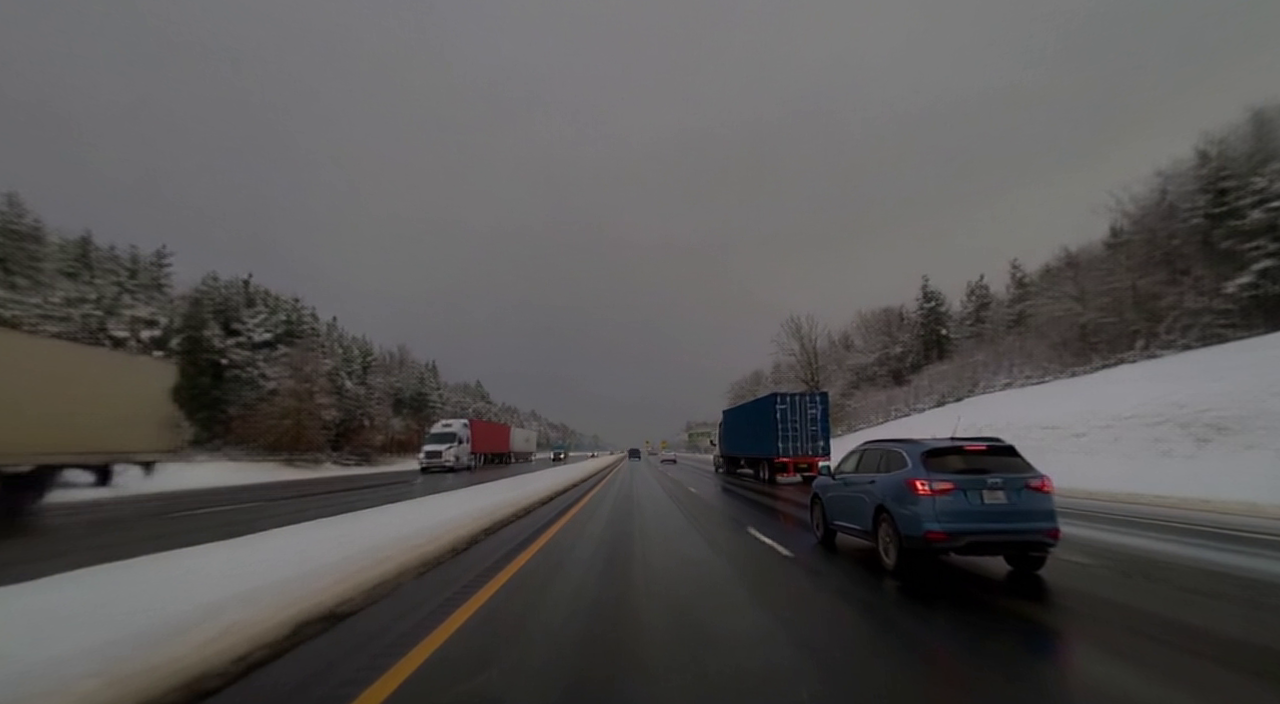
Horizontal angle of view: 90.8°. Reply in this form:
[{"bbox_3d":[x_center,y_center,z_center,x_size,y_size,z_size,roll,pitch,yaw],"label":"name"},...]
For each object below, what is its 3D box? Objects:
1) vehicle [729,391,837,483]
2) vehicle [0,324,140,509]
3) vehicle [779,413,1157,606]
[{"bbox_3d":[7.378,4.842,35.220,2.882,4.109,13.567,0,-9,0],"label":"vehicle"},{"bbox_3d":[-15.526,0.870,10.333,2.901,4.036,14.483,0,-9,0],"label":"vehicle"},{"bbox_3d":[3.360,1.715,7.812,2.130,1.658,4.537,0,-9,-1],"label":"vehicle"}]
